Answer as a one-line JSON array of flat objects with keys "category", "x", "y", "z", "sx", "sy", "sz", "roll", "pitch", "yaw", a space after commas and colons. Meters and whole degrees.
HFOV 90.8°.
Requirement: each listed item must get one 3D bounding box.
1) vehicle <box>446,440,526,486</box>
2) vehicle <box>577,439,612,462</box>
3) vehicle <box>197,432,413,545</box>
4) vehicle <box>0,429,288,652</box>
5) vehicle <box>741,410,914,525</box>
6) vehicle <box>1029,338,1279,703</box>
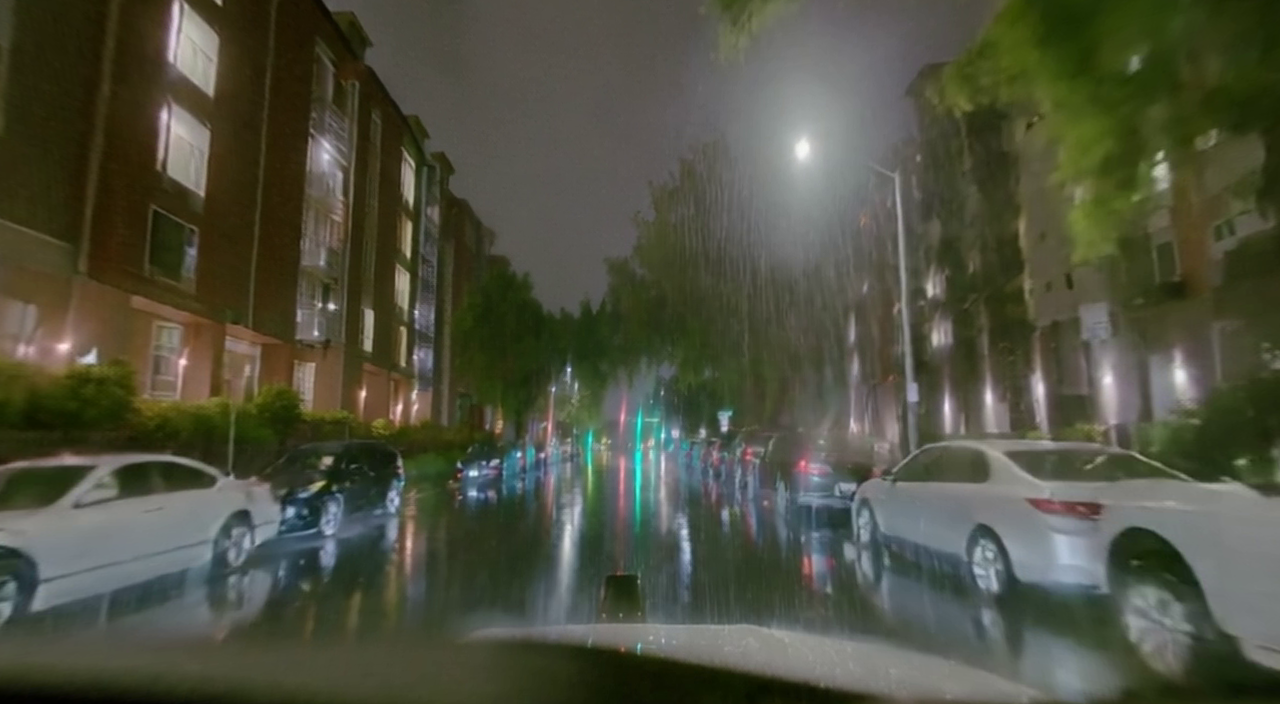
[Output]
[{"category": "vehicle", "x": -5.436, "y": 3.959, "z": 22.884, "sx": 1.647, "sy": 1.481, "sz": 4.433, "roll": 0, "pitch": -8, "yaw": 2}, {"category": "vehicle", "x": -3.174, "y": 6.919, "z": 44.526, "sx": 1.939, "sy": 1.504, "sz": 4.121, "roll": -1, "pitch": -8, "yaw": 3}, {"category": "vehicle", "x": -5.187, "y": 2.115, "z": 10.382, "sx": 1.628, "sy": 1.504, "sz": 3.500, "roll": 0, "pitch": -8, "yaw": -1}, {"category": "vehicle", "x": -5.213, "y": 1.464, "z": 5.520, "sx": 1.711, "sy": 1.500, "sz": 4.510, "roll": 0, "pitch": -8, "yaw": -1}, {"category": "vehicle", "x": 3.380, "y": 2.201, "z": 12.570, "sx": 1.835, "sy": 1.809, "sz": 4.997, "roll": 0, "pitch": -8, "yaw": -1}, {"category": "vehicle", "x": 3.575, "y": 0.696, "z": 1.571, "sx": 1.912, "sy": 1.781, "sz": 5.159, "roll": 0, "pitch": -8, "yaw": 0}]
